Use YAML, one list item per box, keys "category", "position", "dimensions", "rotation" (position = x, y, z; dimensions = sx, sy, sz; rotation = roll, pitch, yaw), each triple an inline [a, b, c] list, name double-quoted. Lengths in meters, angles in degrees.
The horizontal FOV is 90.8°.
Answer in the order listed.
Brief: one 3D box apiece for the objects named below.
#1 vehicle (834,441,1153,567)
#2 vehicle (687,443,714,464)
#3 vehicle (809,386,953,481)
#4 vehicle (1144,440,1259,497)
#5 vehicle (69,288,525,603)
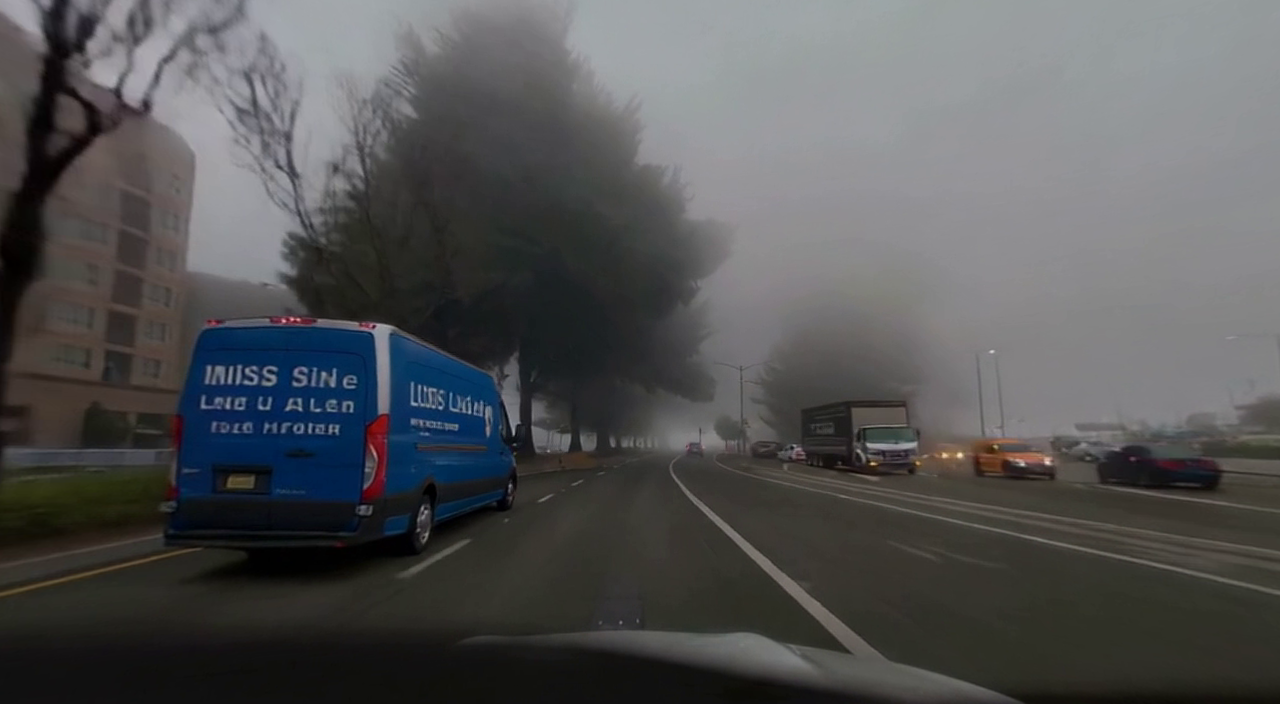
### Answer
- category: "vehicle"
  position: [4.888, 2.141, 9.901]
  dimensions: [2.127, 1.439, 5.034]
  rotation: [0, -8, 0]
- category: "vehicle"
  position: [4.617, 7.769, 48.468]
  dimensions: [1.878, 1.534, 4.120]
  rotation: [-1, -8, 3]
- category: "vehicle"
  position: [9.179, 3.306, 25.272]
  dimensions: [2.882, 3.208, 7.609]
  rotation: [0, -8, 1]
- category: "vehicle"
  position: [16.380, 3.321, 18.369]
  dimensions: [4.307, 1.438, 1.923]
  rotation: [8, -12, -42]
- category: "vehicle"
  position: [-3.884, 1.386, 9.789]
  dimensions: [2.763, 2.974, 7.562]
  rotation: [0, -8, 0]
